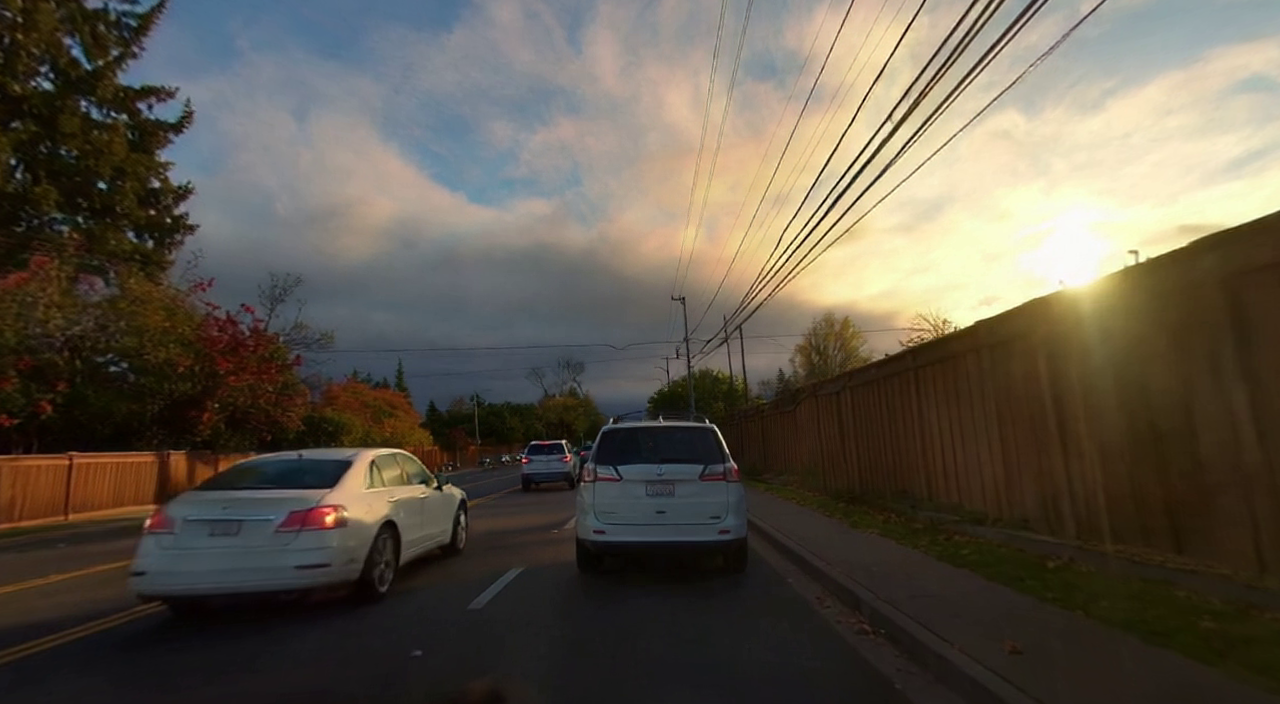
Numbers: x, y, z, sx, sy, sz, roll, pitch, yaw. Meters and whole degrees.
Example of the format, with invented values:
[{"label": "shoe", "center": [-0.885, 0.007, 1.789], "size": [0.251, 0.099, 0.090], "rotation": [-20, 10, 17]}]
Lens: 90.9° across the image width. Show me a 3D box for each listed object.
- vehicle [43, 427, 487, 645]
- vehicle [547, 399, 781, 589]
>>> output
[{"label": "vehicle", "center": [-3.100, 1.577, 6.433], "size": [1.979, 1.489, 4.006], "rotation": [0, -9, 1]}, {"label": "vehicle", "center": [0.214, 1.634, 8.001], "size": [2.174, 1.749, 4.113], "rotation": [0, -9, 0]}]
